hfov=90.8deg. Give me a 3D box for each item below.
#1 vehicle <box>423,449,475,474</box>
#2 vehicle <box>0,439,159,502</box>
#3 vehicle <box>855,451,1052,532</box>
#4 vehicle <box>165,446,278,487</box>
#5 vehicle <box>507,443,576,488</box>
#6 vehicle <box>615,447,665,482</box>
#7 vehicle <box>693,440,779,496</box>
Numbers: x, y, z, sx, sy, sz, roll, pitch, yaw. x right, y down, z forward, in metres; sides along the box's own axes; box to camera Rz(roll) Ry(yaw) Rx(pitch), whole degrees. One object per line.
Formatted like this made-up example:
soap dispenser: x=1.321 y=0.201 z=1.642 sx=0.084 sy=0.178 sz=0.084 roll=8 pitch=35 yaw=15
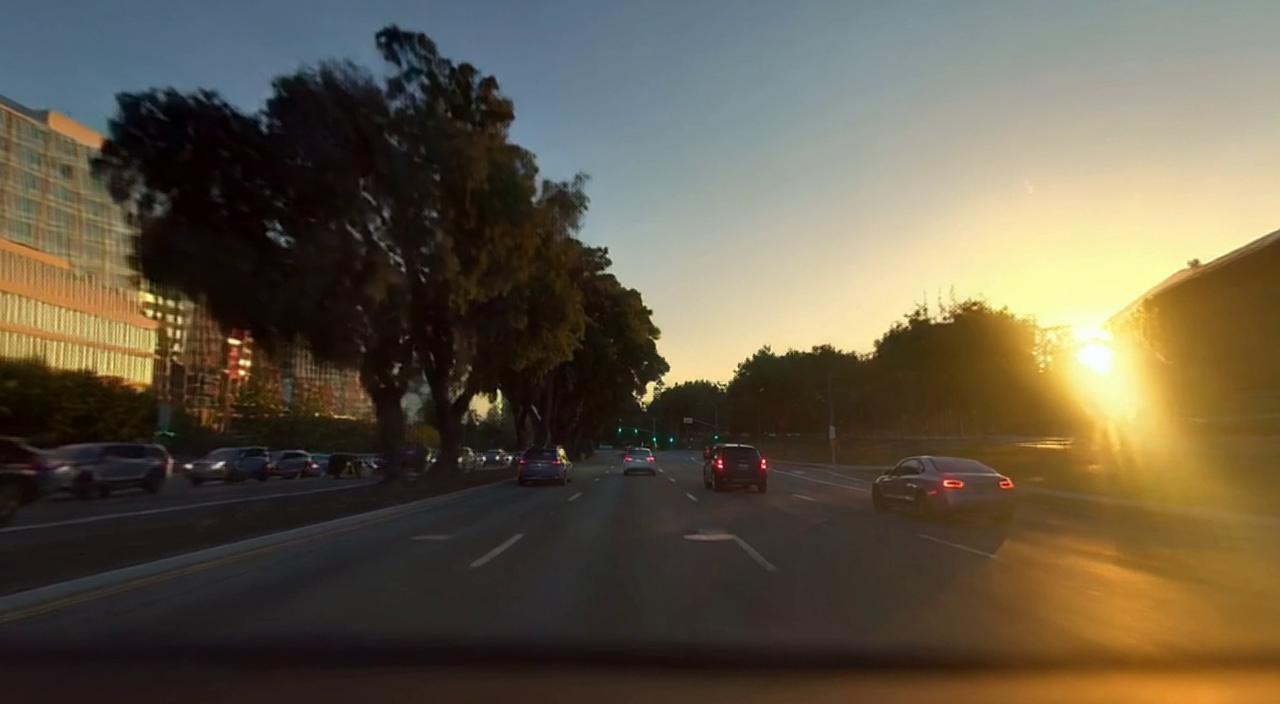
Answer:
vehicle: x=-12.581 y=7.223 z=41.961 sx=2.043 sy=1.571 sz=4.946 roll=0 pitch=-8 yaw=-2
vehicle: x=-19.110 y=3.873 z=21.190 sx=2.062 sy=1.840 sz=4.951 roll=0 pitch=-8 yaw=-1
vehicle: x=6.486 y=2.887 z=13.734 sx=1.945 sy=1.408 sz=4.288 roll=0 pitch=-8 yaw=-2
vehicle: x=-19.063 y=5.202 z=29.082 sx=2.186 sy=1.676 sz=4.444 roll=0 pitch=-8 yaw=-1
vehicle: x=-3.953 y=4.635 z=26.183 sx=2.172 sy=1.671 sz=4.175 roll=0 pitch=-8 yaw=0
vehicle: x=-0.029 y=5.212 z=29.606 sx=2.155 sy=1.486 sz=4.403 roll=0 pitch=-8 yaw=-1
vehicle: x=3.130 y=3.888 z=21.612 sx=2.161 sy=1.716 sz=4.194 roll=0 pitch=-8 yaw=-2
